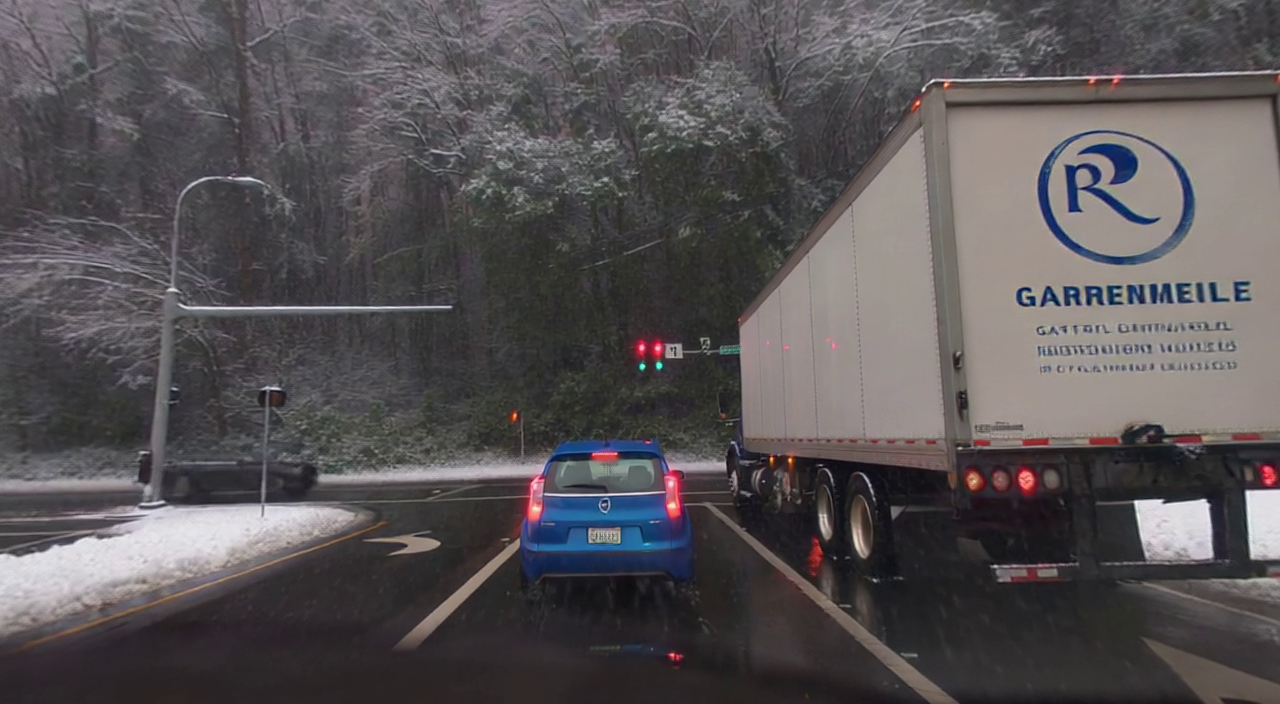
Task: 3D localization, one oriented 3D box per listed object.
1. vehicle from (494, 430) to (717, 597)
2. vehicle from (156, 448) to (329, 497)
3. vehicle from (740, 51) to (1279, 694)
[{"bbox_3d":[-0.343,1.710,7.431,1.975,1.457,3.526,0,-9,-1],"label":"vehicle"},{"bbox_3d":[-14.195,4.318,22.807,4.839,1.659,1.877,1,-9,-8],"label":"vehicle"},{"bbox_3d":[3.496,0.725,8.488,2.884,3.753,9.763,0,-9,1],"label":"vehicle"}]
